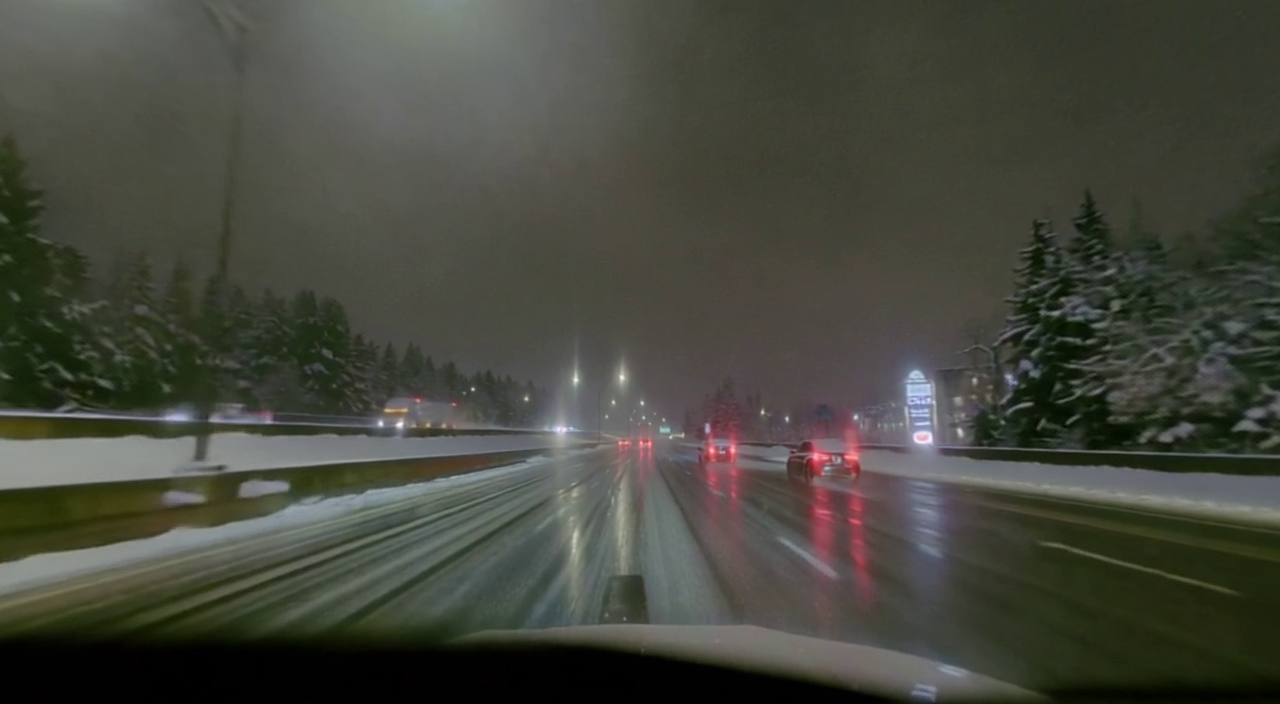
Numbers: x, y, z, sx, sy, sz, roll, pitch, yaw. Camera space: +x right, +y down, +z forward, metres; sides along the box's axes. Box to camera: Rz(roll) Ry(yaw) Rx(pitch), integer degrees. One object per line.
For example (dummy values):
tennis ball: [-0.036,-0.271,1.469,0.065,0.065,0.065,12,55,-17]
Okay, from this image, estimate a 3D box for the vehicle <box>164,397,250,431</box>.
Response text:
vehicle: [-21.501,3.138,31.489,1.762,1.490,3.786,1,-9,-4]

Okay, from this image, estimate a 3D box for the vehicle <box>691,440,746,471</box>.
vehicle: [3.782,5.080,31.205,2.069,1.431,4.313,0,-8,-1]
